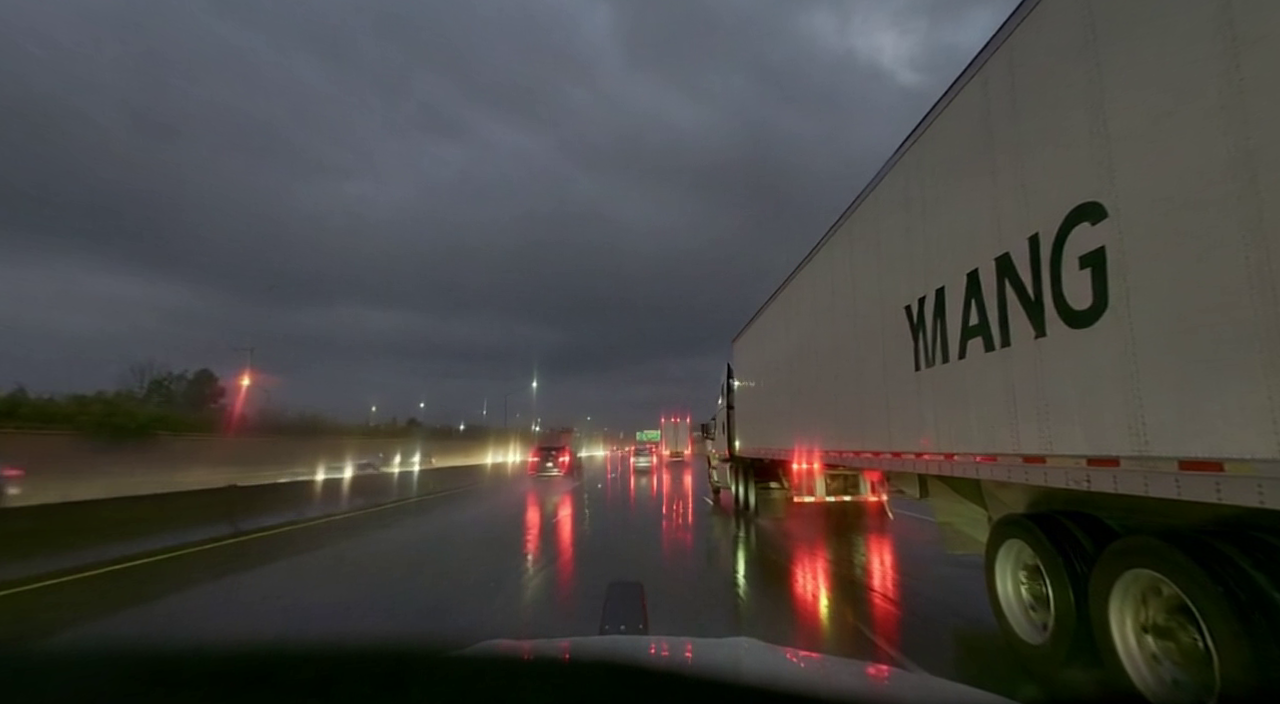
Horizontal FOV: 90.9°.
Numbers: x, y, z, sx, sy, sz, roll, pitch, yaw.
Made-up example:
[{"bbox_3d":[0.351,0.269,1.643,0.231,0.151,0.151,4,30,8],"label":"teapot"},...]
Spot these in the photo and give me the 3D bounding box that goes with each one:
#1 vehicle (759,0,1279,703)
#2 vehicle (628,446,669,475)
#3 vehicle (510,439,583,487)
[{"bbox_3d":[3.878,0.303,6.879,2.821,4.077,12.562,0,-9,1],"label":"vehicle"},{"bbox_3d":[0.435,5.859,34.346,2.063,1.469,4.208,0,-9,0],"label":"vehicle"},{"bbox_3d":[-3.649,4.452,25.690,2.091,1.722,4.974,-1,-9,2],"label":"vehicle"}]
